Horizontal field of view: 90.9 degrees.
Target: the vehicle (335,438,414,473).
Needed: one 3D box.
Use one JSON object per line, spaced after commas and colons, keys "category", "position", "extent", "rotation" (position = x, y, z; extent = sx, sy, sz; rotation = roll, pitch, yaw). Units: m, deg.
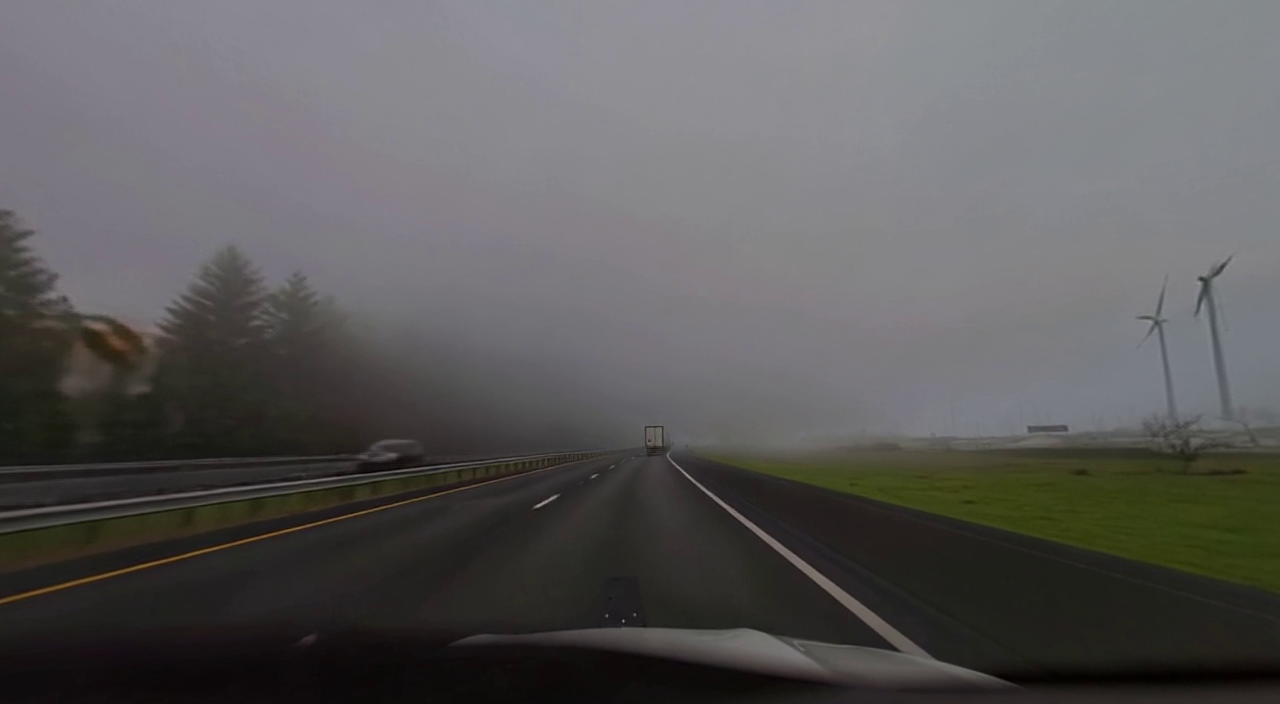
{"category": "vehicle", "position": [-12.978, 5.106, 31.155], "extent": [1.957, 1.611, 4.361], "rotation": [0, -9, 1]}
